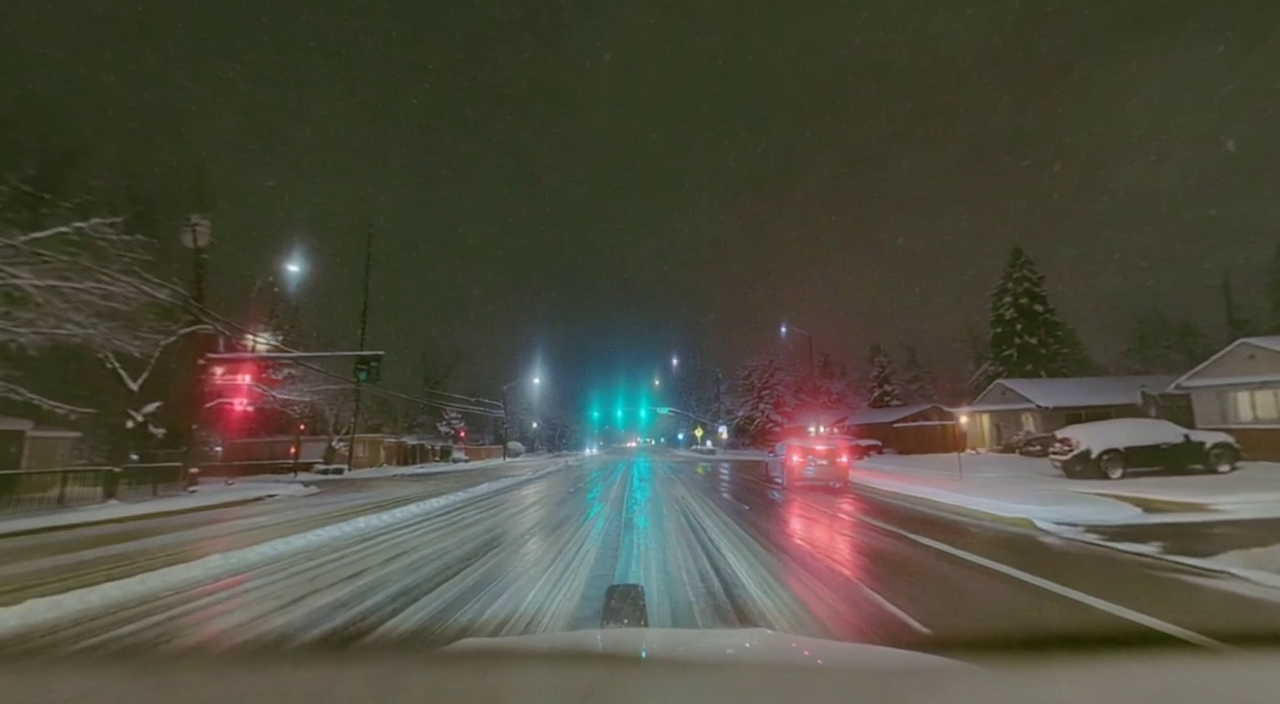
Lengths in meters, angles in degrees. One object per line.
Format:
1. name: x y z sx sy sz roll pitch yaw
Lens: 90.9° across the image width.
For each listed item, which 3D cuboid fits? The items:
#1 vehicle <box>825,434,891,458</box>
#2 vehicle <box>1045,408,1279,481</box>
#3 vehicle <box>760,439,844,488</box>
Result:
1. vehicle: 14.870 6.419 43.174 3.769 1.598 1.987 0 -8 1
2. vehicle: 13.319 2.361 16.055 4.474 1.710 2.148 0 -8 1
3. vehicle: 5.673 3.936 22.582 1.950 1.567 4.083 0 -8 1
